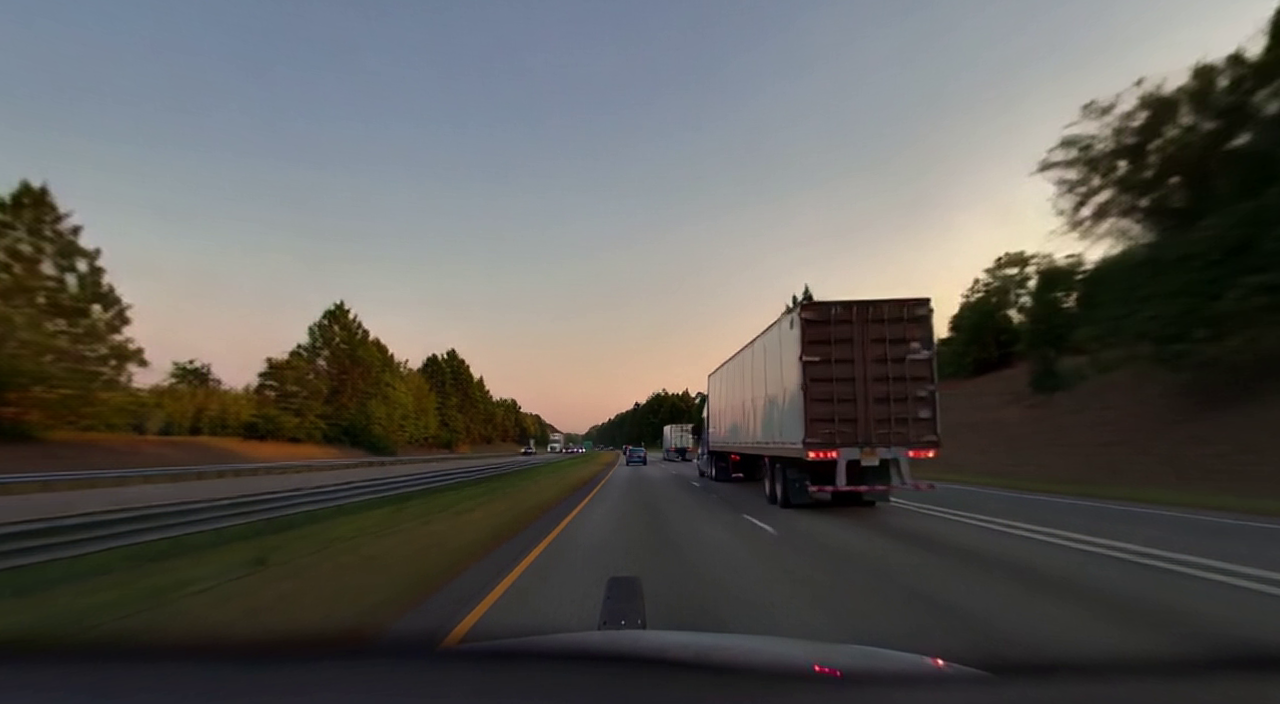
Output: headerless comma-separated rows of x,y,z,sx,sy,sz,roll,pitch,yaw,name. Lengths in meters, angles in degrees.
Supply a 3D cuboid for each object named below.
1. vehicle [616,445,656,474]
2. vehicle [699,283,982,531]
-0.251,5.962,35.138,2.051,1.513,4.511,0,-9,-1,vehicle
3.916,1.973,17.551,2.883,4.057,14.579,0,-9,-1,vehicle
